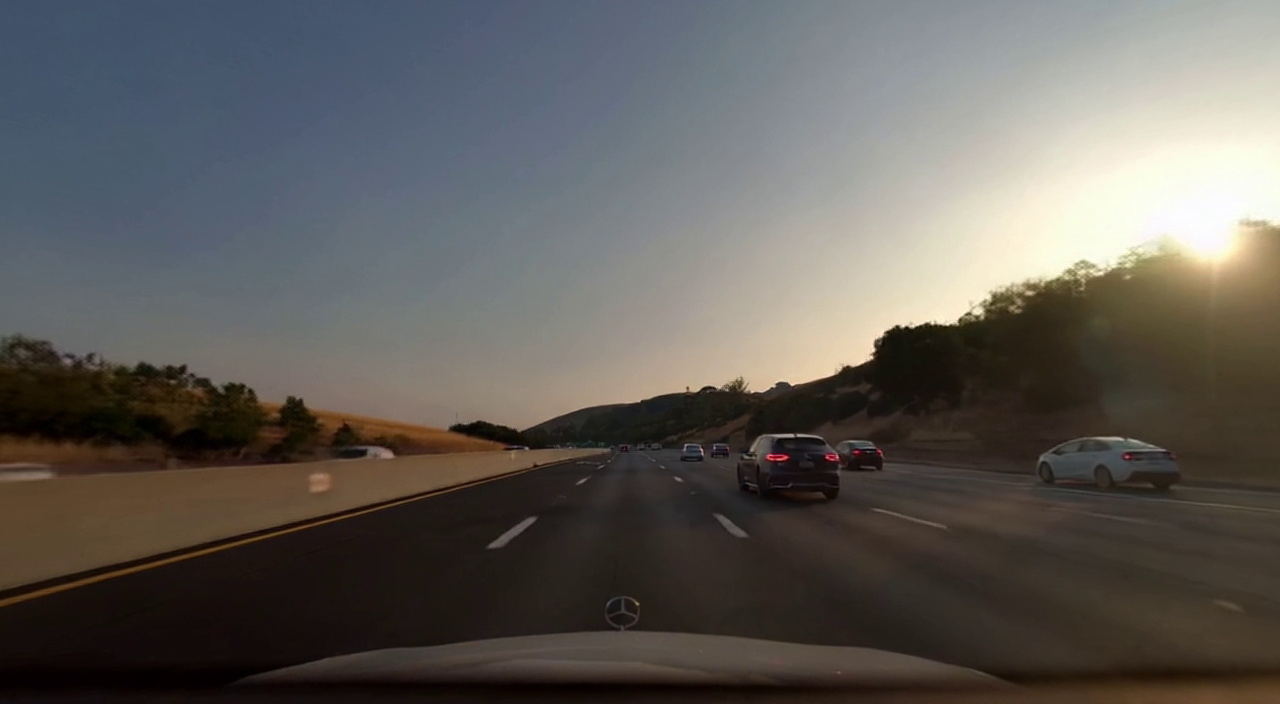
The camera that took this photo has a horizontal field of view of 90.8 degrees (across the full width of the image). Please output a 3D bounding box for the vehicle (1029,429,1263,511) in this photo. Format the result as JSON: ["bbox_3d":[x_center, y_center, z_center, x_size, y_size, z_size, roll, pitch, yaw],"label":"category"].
[{"bbox_3d":[11.030,2.587,14.259,1.844,1.560,4.085,0,-8,0],"label":"vehicle"}]

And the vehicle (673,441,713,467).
[{"bbox_3d":[3.297,6.399,39.798,2.038,1.477,4.313,0,-8,-1],"label":"vehicle"}]

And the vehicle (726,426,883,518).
[{"bbox_3d":[3.214,2.447,13.451,1.977,1.601,4.598,0,-8,-2],"label":"vehicle"}]

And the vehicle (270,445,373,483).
[{"bbox_3d":[-11.533,4.037,23.177,1.730,1.210,3.824,0,-8,1],"label":"vehicle"}]
